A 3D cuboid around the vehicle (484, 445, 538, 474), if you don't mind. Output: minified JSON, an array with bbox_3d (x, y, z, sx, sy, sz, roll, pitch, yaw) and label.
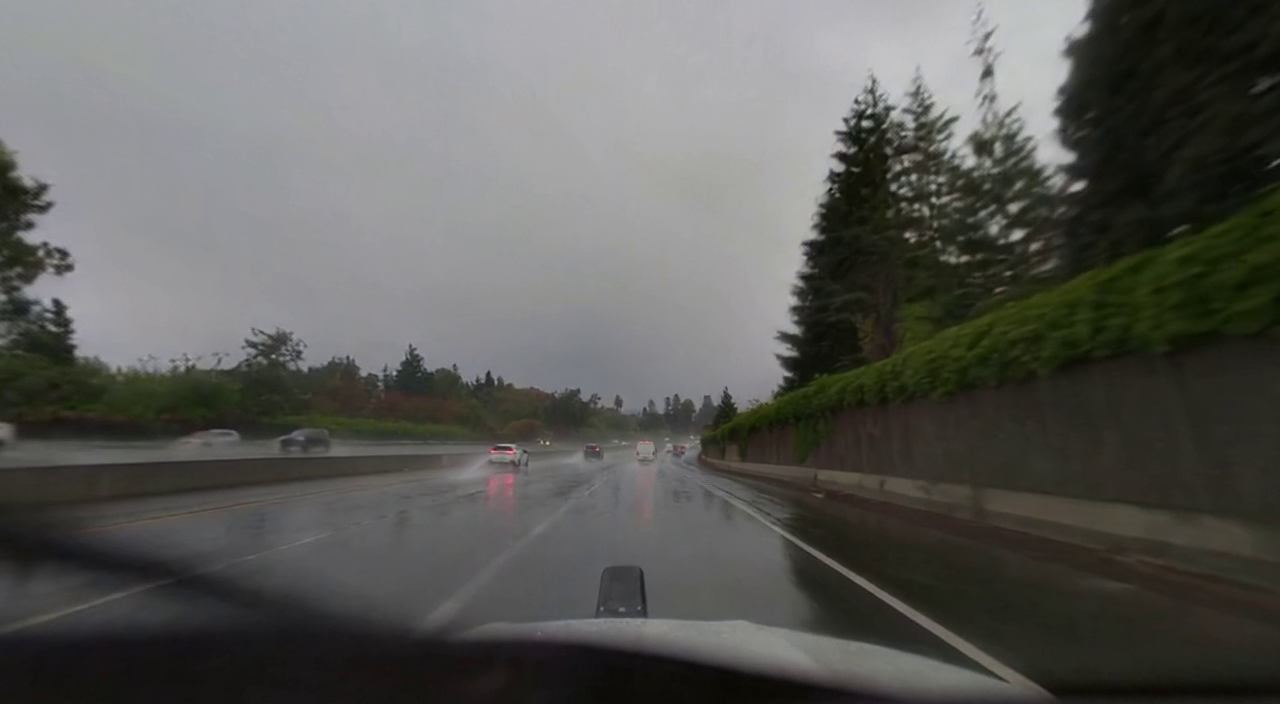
[{"bbox_3d":[-6.970,5.841,34.454,1.966,1.488,4.243,-1,-9,2],"label":"vehicle"}]
